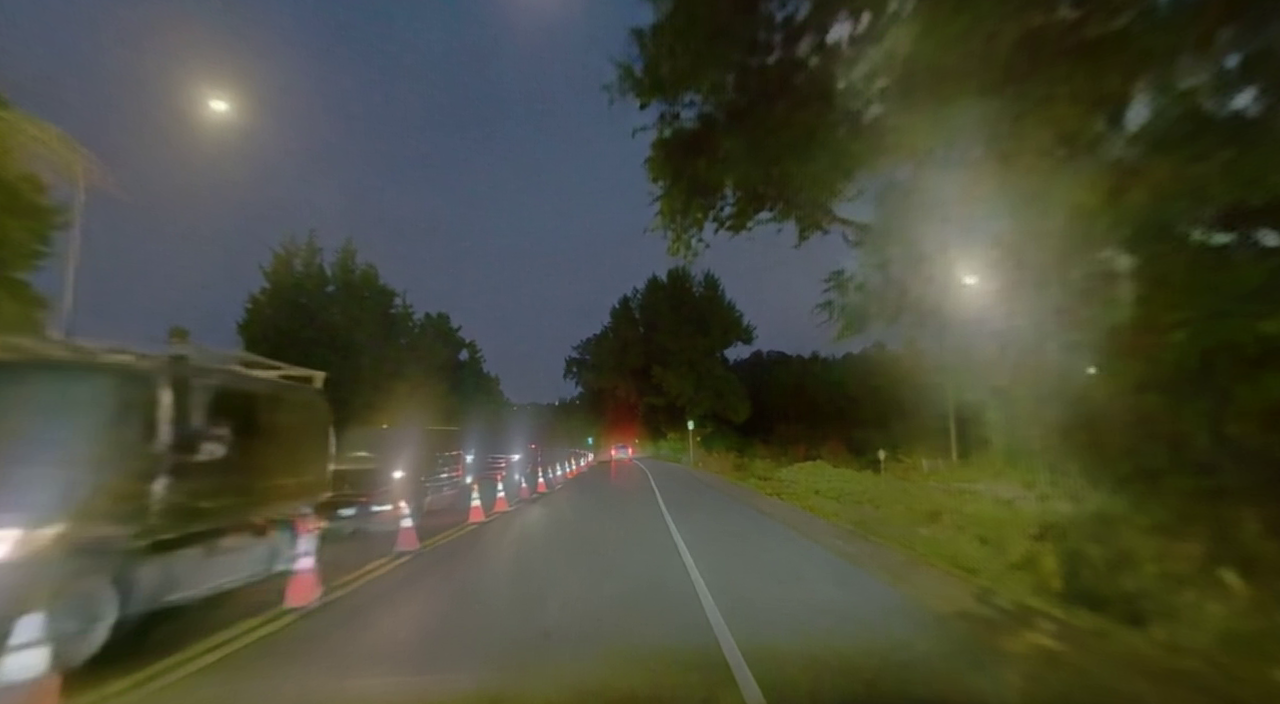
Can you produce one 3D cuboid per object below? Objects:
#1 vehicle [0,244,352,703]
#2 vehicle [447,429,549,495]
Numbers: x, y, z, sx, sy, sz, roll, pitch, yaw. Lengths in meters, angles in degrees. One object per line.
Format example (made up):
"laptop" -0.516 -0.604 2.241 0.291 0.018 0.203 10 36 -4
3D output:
"vehicle" -4.517 0.941 5.182 2.380 2.488 4.028 0 -8 -1
"vehicle" -4.661 3.706 21.739 2.128 1.944 5.555 0 -8 1
